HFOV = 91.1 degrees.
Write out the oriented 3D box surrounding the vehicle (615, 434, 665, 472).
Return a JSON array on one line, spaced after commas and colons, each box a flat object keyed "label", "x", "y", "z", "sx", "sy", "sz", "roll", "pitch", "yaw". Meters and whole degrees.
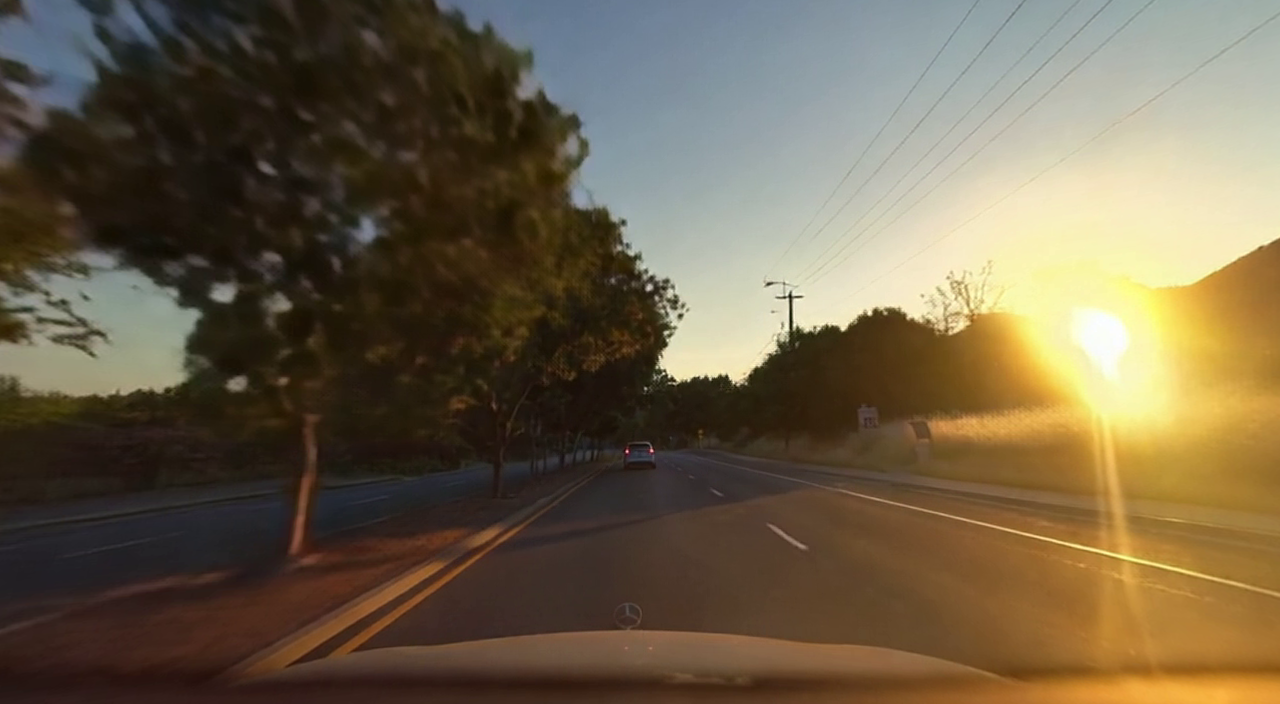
[{"label": "vehicle", "x": -0.005, "y": 4.951, "z": 31.024, "sx": 2.256, "sy": 1.734, "sz": 4.176, "roll": 0, "pitch": -8, "yaw": 0}]
